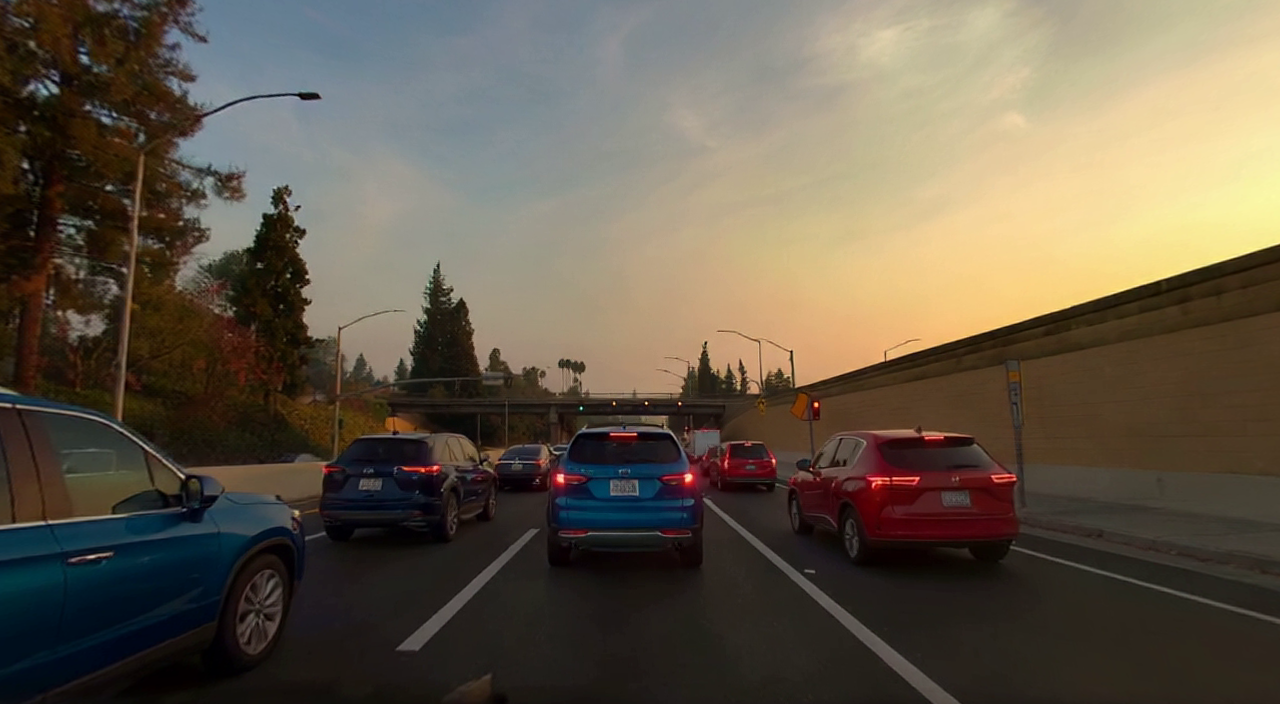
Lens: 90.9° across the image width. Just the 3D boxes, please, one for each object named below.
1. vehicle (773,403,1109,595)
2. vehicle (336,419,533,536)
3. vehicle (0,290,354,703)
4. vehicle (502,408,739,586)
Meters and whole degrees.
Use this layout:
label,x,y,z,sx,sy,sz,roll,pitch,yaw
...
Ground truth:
label,x,y,z,sx,sy,sz,roll,pitch,yaw
vehicle,3.142,1.622,7.830,2.029,1.702,4.281,0,-8,0
vehicle,-3.508,2.243,11.907,2.067,1.759,4.631,0,-8,1
vehicle,-3.516,0.828,3.125,2.070,1.913,4.450,0,-8,0
vehicle,-0.156,1.663,8.014,2.245,1.677,3.913,0,-8,1
